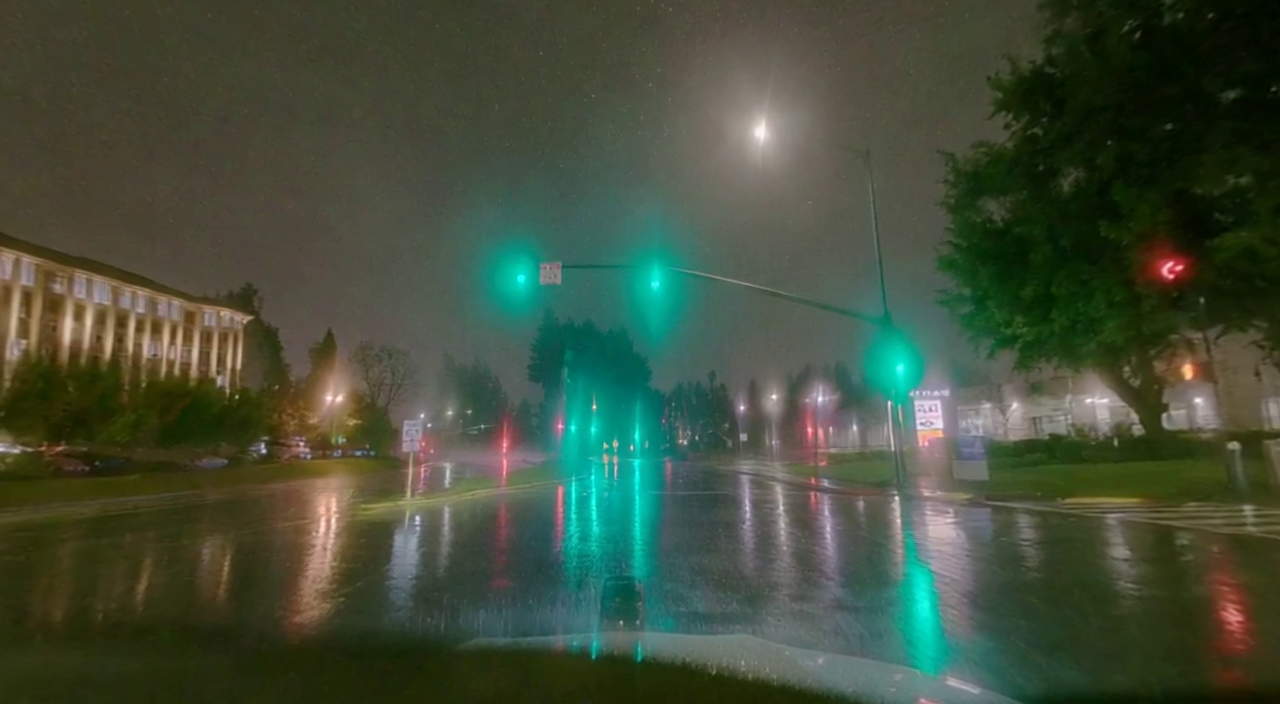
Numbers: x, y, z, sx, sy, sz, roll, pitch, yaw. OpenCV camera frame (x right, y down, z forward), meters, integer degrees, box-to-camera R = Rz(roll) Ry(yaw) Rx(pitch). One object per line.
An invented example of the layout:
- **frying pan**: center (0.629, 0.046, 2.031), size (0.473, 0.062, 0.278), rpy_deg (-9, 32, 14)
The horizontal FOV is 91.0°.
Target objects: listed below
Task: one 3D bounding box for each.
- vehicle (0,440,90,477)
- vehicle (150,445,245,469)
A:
- **vehicle**: center (-29.227, 5.028, 29.884), size (4.290, 1.654, 1.974), rpy_deg (0, -9, -2)
- **vehicle**: center (-28.867, 6.857, 41.226), size (4.652, 1.489, 1.992), rpy_deg (0, -9, -2)
